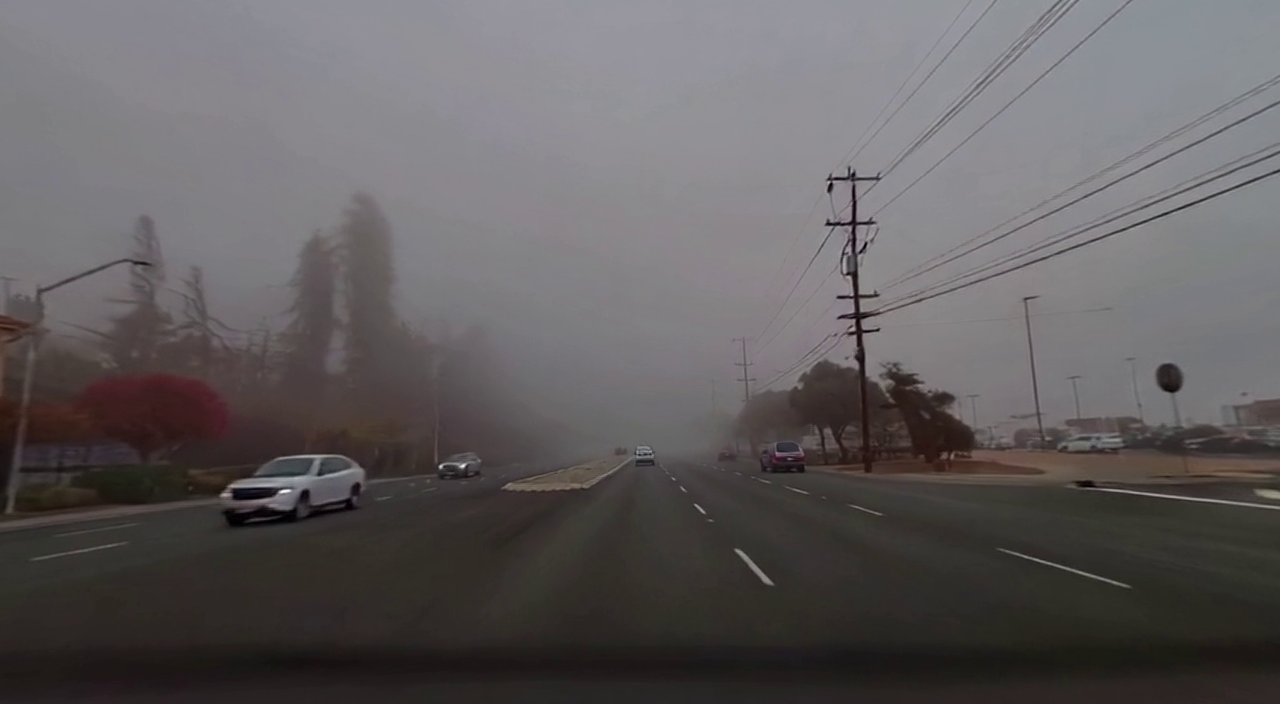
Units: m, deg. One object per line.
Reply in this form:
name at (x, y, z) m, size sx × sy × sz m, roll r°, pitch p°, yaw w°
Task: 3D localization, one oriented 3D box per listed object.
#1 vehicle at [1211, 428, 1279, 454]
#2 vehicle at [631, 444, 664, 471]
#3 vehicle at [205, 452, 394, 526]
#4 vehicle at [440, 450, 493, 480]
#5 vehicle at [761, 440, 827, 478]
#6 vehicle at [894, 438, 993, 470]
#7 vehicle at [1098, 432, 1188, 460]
vehicle at (41.291, 5.994, 42.254) m, size 1.846 × 1.624 × 4.199 m, roll 0°, pitch -9°, yaw -2°
vehicle at (0.556, 7.271, 43.549) m, size 2.138 × 1.702 × 4.168 m, roll 0°, pitch -9°, yaw 2°
vehicle at (-8.183, 3.300, 15.790) m, size 2.158 × 1.532 × 4.609 m, roll 0°, pitch -9°, yaw 0°
vehicle at (-11.148, 7.270, 40.866) m, size 2.057 × 1.766 × 4.793 m, roll 0°, pitch -9°, yaw 0°
vehicle at (7.450, 5.214, 30.961) m, size 2.252 × 1.718 × 4.617 m, roll 0°, pitch -9°, yaw 2°
vehicle at (18.890, 6.353, 39.360) m, size 5.097 × 1.689 × 1.958 m, roll -2°, pitch -6°, yaw 0°
vehicle at (33.191, 6.218, 41.617) m, size 4.194 × 1.724 × 1.946 m, roll 0°, pitch -9°, yaw 2°
